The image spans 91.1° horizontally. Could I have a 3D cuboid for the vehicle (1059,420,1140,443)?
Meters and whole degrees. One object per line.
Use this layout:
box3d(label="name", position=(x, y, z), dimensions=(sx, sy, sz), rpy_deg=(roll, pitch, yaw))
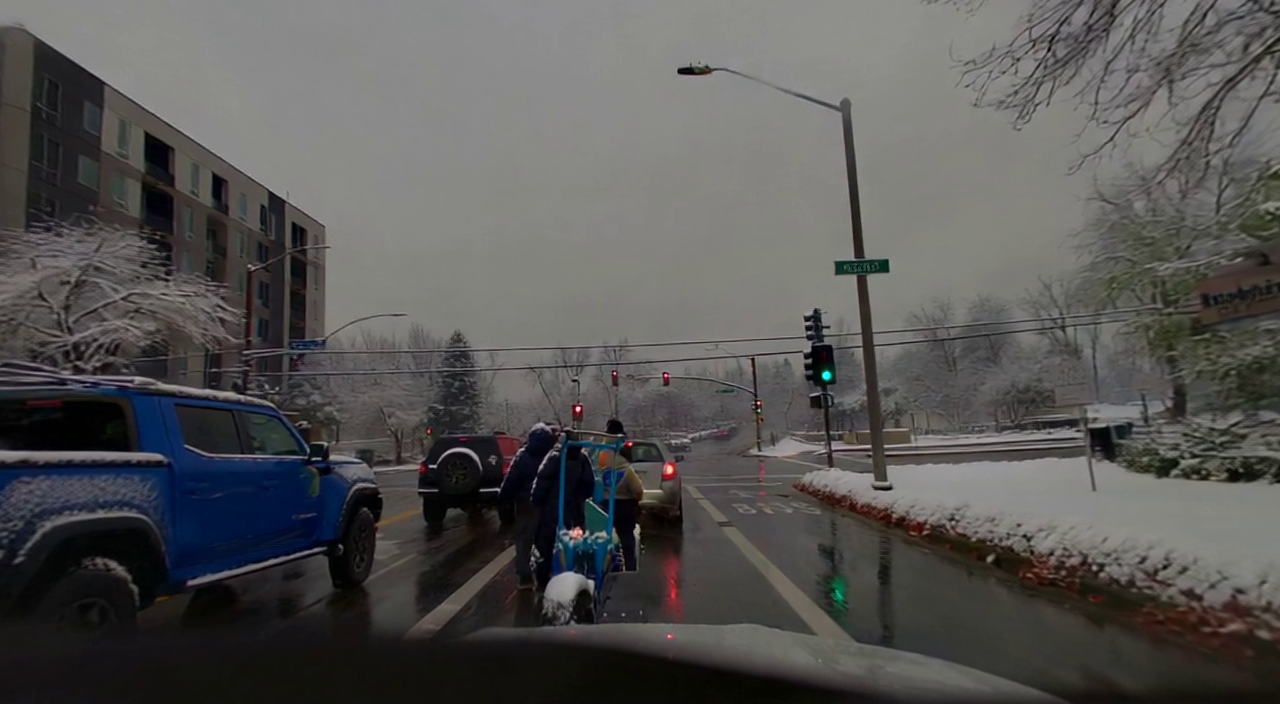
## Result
box3d(label="vehicle", position=(30.725, 5.359, 42.047), dimensions=(1.751, 1.420, 4.027), rpy_deg=(8, -12, -43))

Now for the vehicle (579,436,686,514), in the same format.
box3d(label="vehicle", position=(-0.080, 2.647, 14.032), dimensions=(2.025, 1.458, 4.085), rpy_deg=(-1, -8, 2))

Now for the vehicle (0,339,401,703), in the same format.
box3d(label="vehicle", position=(-3.612, 1.150, 4.503), dimensions=(2.000, 1.809, 4.405), rpy_deg=(0, -8, 1))

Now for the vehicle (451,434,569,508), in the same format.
box3d(label="vehicle", position=(-3.116, 2.950, 16.002), dimensions=(1.935, 1.615, 4.073), rpy_deg=(-1, -8, 3))
